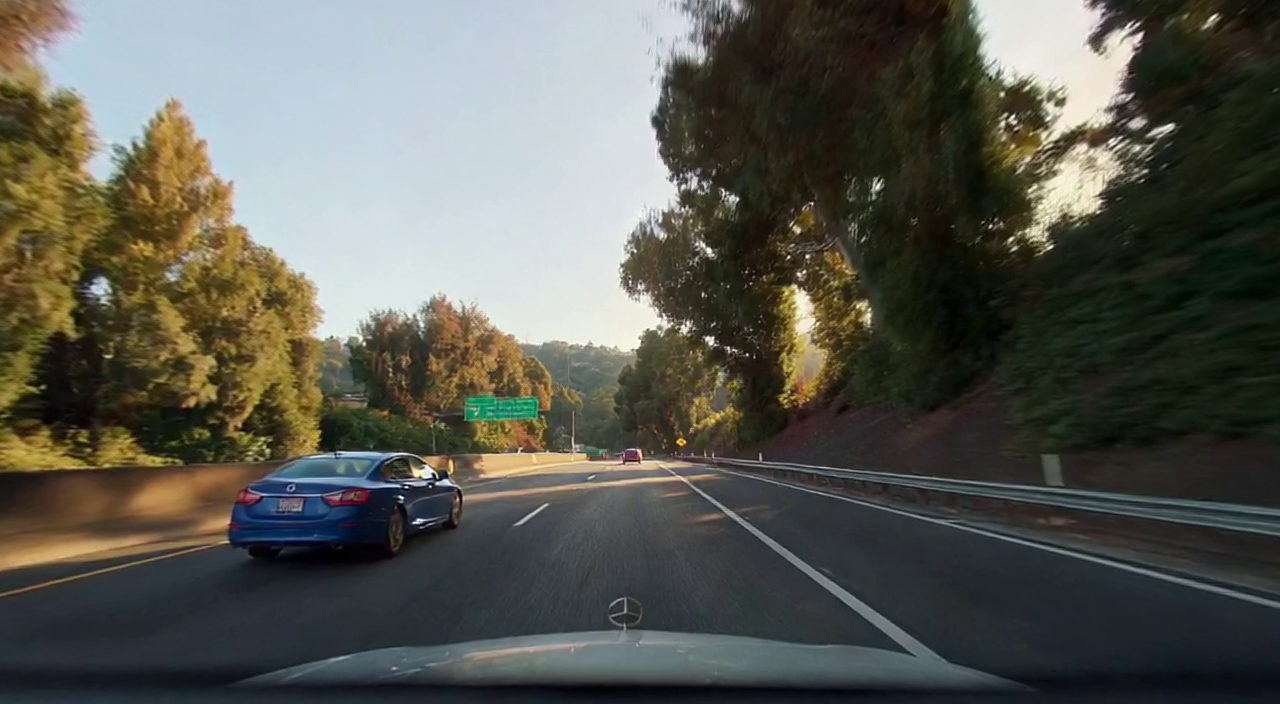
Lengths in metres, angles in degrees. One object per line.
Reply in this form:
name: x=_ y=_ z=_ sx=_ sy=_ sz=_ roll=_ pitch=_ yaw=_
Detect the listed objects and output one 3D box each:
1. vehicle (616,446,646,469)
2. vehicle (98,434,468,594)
vehicle: x=-0.632 y=7.539 z=45.253 sx=2.011 sy=1.590 sz=3.607 roll=0 pitch=-9 yaw=0
vehicle: x=-3.994 y=1.876 z=8.283 sx=2.157 sy=1.483 sz=4.601 roll=0 pitch=-9 yaw=0
